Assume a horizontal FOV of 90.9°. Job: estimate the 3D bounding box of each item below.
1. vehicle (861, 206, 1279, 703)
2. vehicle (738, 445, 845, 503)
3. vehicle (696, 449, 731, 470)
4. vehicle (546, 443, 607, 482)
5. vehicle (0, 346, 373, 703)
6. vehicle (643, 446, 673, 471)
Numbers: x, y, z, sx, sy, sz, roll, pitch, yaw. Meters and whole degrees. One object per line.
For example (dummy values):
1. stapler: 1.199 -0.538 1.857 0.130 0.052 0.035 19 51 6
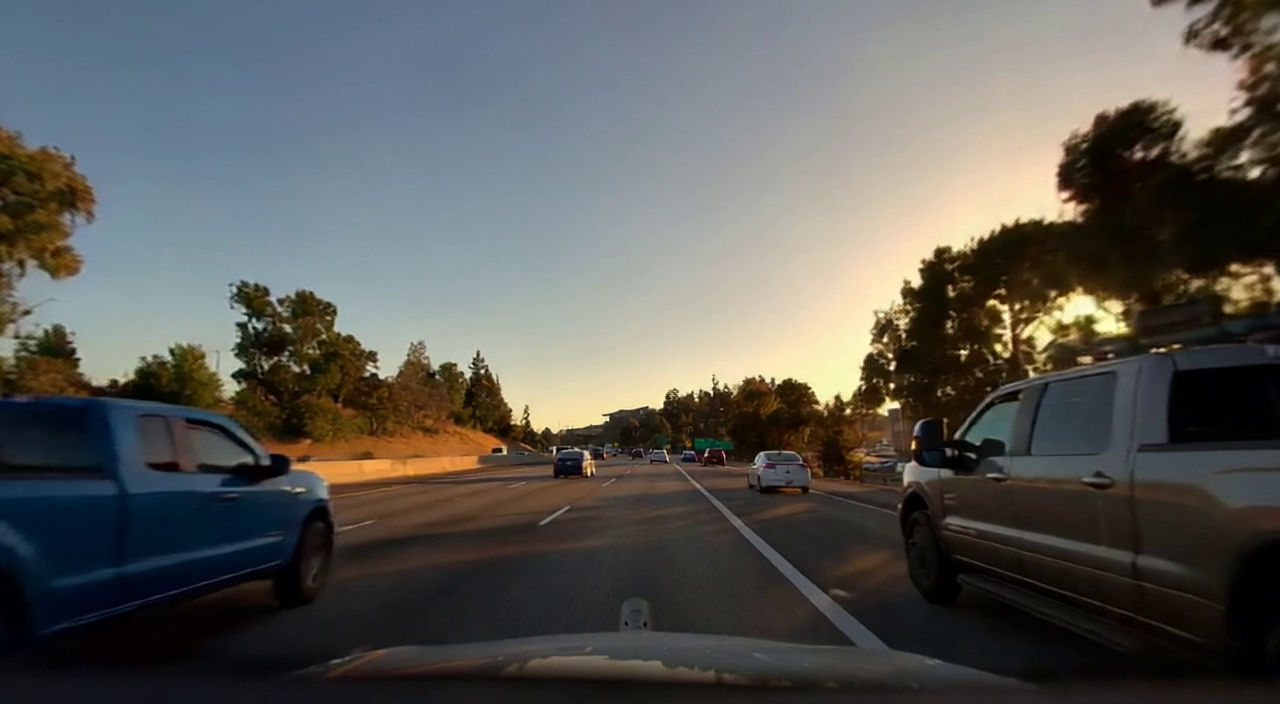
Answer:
1. vehicle: 3.562 0.720 2.786 3.024 2.092 6.797 -1 -8 3
2. vehicle: 4.314 3.529 18.809 2.111 1.498 4.466 0 -8 1
3. vehicle: 5.329 7.805 46.002 2.072 1.456 4.537 0 -8 1
4. vehicle: -2.918 5.192 30.017 2.209 1.714 4.576 -1 -8 3
5. vehicle: -3.732 1.030 3.717 2.146 1.775 4.553 0 -8 3
6. vehicle: 1.321 7.682 45.780 2.080 1.682 4.150 0 -8 1
